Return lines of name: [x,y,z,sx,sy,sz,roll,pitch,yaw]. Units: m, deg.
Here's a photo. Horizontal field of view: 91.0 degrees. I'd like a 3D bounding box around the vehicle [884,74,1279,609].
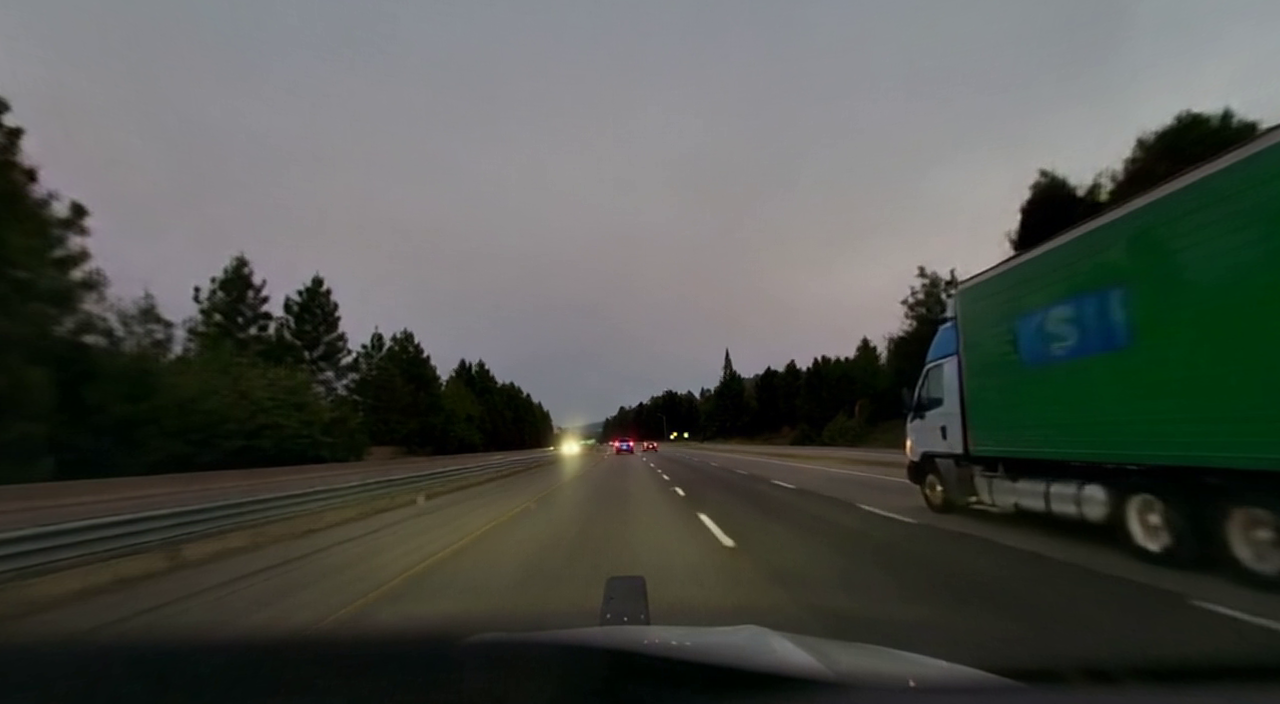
vehicle: [6.784,-0.249,3.894,3.479,4.156,17.231,0,-9,-1]
